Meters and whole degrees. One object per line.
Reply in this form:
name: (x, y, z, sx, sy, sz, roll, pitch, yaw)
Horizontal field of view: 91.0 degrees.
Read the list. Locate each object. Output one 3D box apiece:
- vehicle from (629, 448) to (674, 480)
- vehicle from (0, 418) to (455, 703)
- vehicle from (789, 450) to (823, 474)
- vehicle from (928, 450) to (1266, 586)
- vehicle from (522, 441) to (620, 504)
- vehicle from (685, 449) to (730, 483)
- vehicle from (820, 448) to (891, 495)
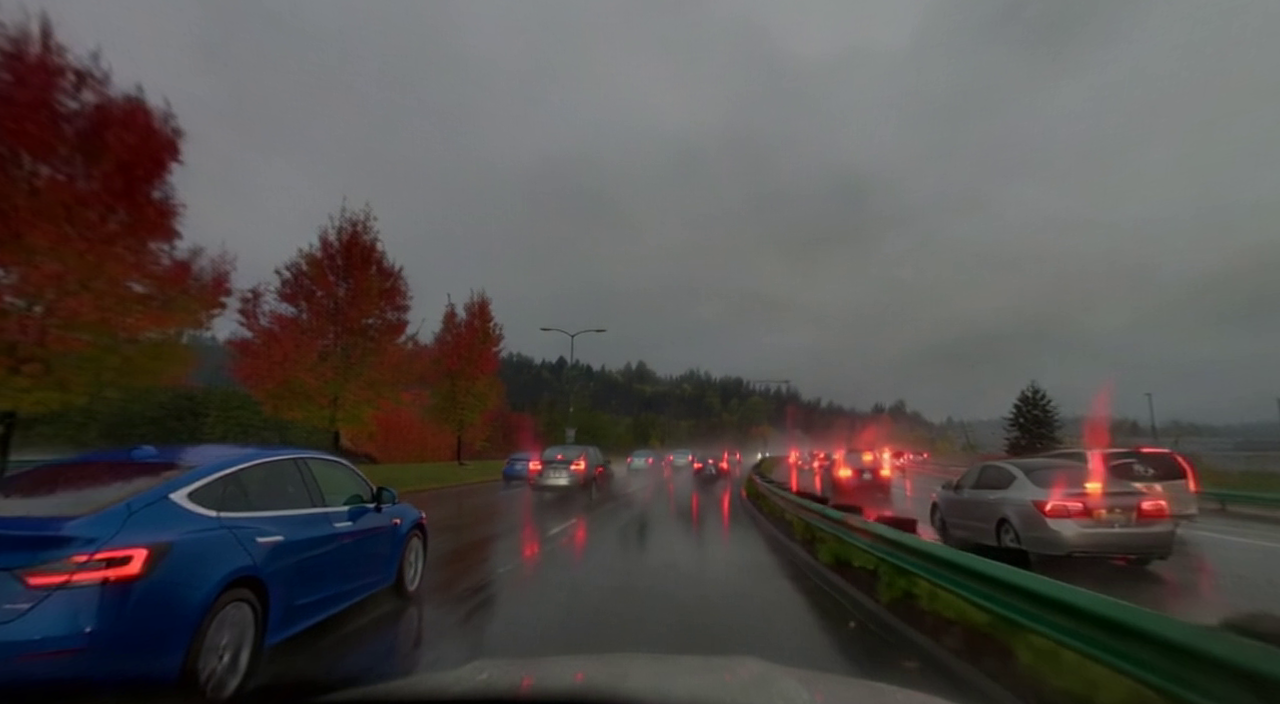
vehicle: (0.716, 6.336, 35.955, 1.930, 1.635, 4.260, -1, -9, 9)
vehicle: (-3.159, 1.367, 4.948, 1.921, 1.503, 4.317, 0, -9, 2)
vehicle: (12.099, 7.982, 46.034, 1.890, 1.610, 4.045, -1, -9, 8)
vehicle: (6.431, 2.309, 9.786, 1.869, 1.516, 4.753, 0, -9, 3)
vehicle: (-1.954, 3.595, 19.336, 1.979, 1.663, 4.513, -1, -9, 7)
vehicle: (3.446, 5.648, 31.535, 2.015, 1.506, 4.276, -1, -9, 9)
vehicle: (8.335, 4.617, 24.754, 1.768, 1.634, 4.064, 0, -9, 6)
